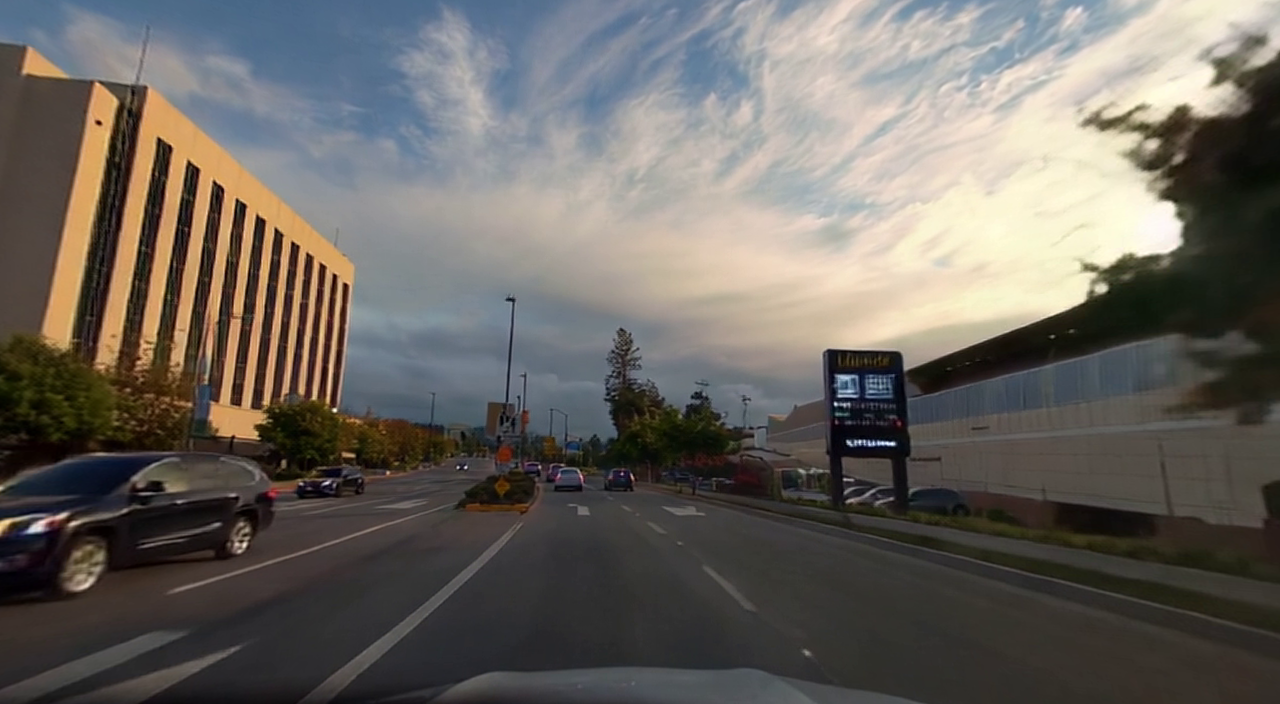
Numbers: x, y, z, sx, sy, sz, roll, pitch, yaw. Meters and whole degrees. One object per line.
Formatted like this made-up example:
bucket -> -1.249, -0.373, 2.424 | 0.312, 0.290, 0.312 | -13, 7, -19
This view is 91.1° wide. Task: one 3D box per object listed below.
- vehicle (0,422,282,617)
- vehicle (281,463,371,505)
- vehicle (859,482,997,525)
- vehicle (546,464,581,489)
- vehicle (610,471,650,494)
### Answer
vehicle -> -6.632, 1.871, 7.810 | 2.011, 1.701, 4.519 | 2, -10, -6
vehicle -> -12.067, 5.068, 24.419 | 1.839, 1.456, 3.859 | 2, -10, -6
vehicle -> 10.801, 5.705, 23.790 | 4.302, 1.456, 1.832 | 1, -10, 1
vehicle -> -5.027, 8.110, 41.137 | 2.005, 1.498, 3.643 | 3, -10, -10
vehicle -> -0.584, 7.254, 35.032 | 1.775, 1.186, 2.933 | 2, -10, -10
